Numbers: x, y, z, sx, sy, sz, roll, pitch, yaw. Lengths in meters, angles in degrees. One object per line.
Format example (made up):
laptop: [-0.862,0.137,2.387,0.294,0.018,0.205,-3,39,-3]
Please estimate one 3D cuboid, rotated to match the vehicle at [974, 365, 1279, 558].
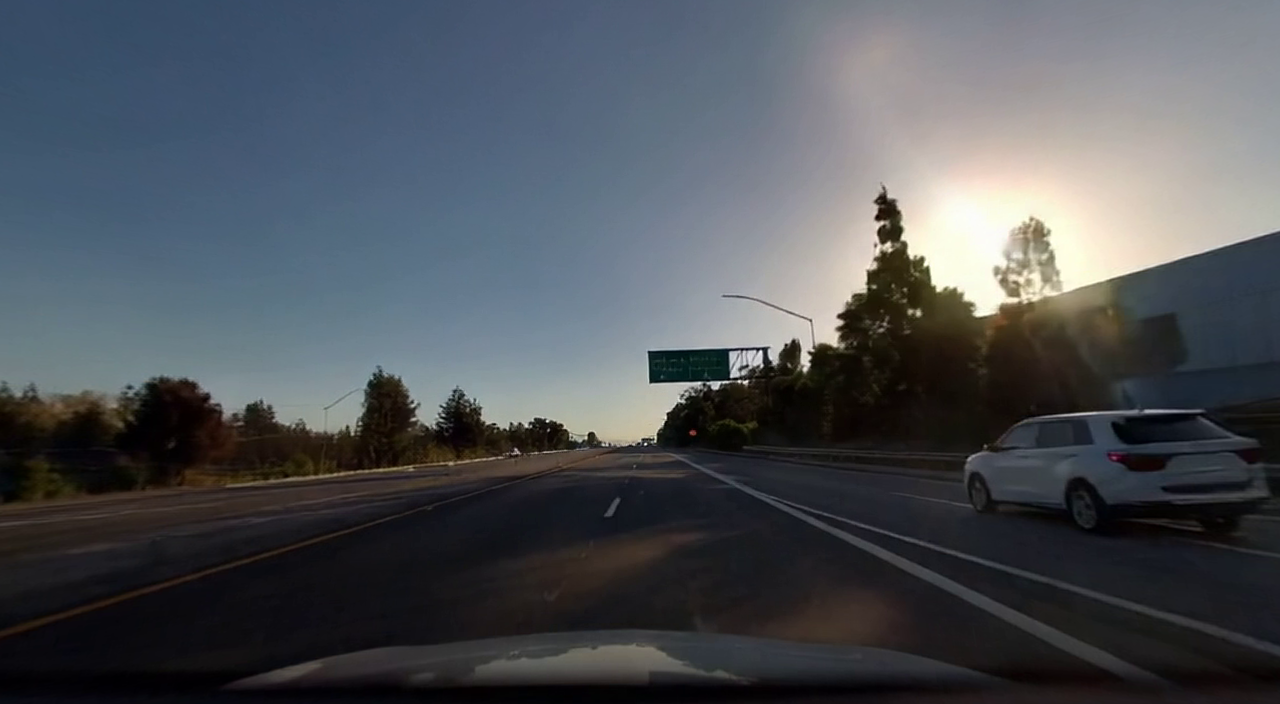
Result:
vehicle: [7.400,1.431,8.722,2.328,1.916,5.227,0,-8,-5]
